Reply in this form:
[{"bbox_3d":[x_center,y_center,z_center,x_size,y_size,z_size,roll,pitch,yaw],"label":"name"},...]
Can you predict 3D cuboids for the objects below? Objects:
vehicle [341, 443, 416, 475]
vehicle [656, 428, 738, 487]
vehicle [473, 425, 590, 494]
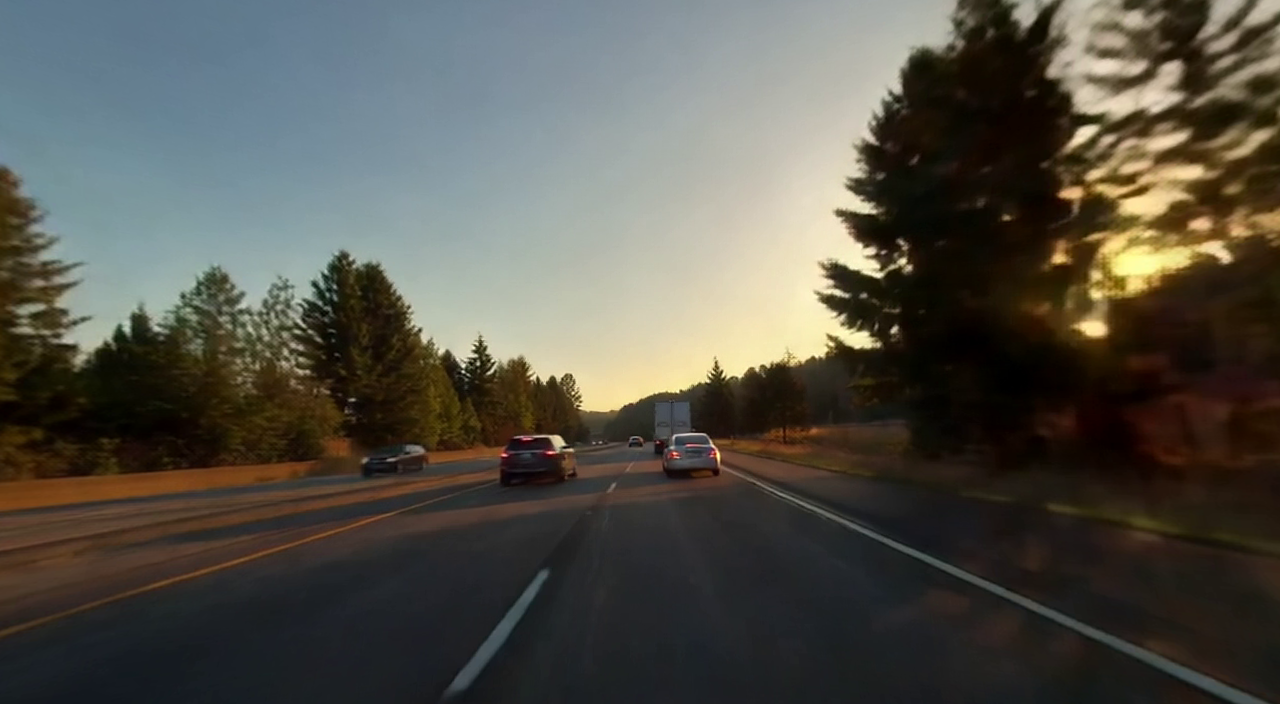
[{"bbox_3d":[-13.772,5.625,33.413,1.877,1.556,4.663,0,-8,2],"label":"vehicle"},{"bbox_3d":[1.563,3.064,18.735,2.072,1.534,4.300,0,-8,1],"label":"vehicle"},{"bbox_3d":[-2.761,2.863,17.280,2.192,1.623,4.887,0,-8,2],"label":"vehicle"}]
